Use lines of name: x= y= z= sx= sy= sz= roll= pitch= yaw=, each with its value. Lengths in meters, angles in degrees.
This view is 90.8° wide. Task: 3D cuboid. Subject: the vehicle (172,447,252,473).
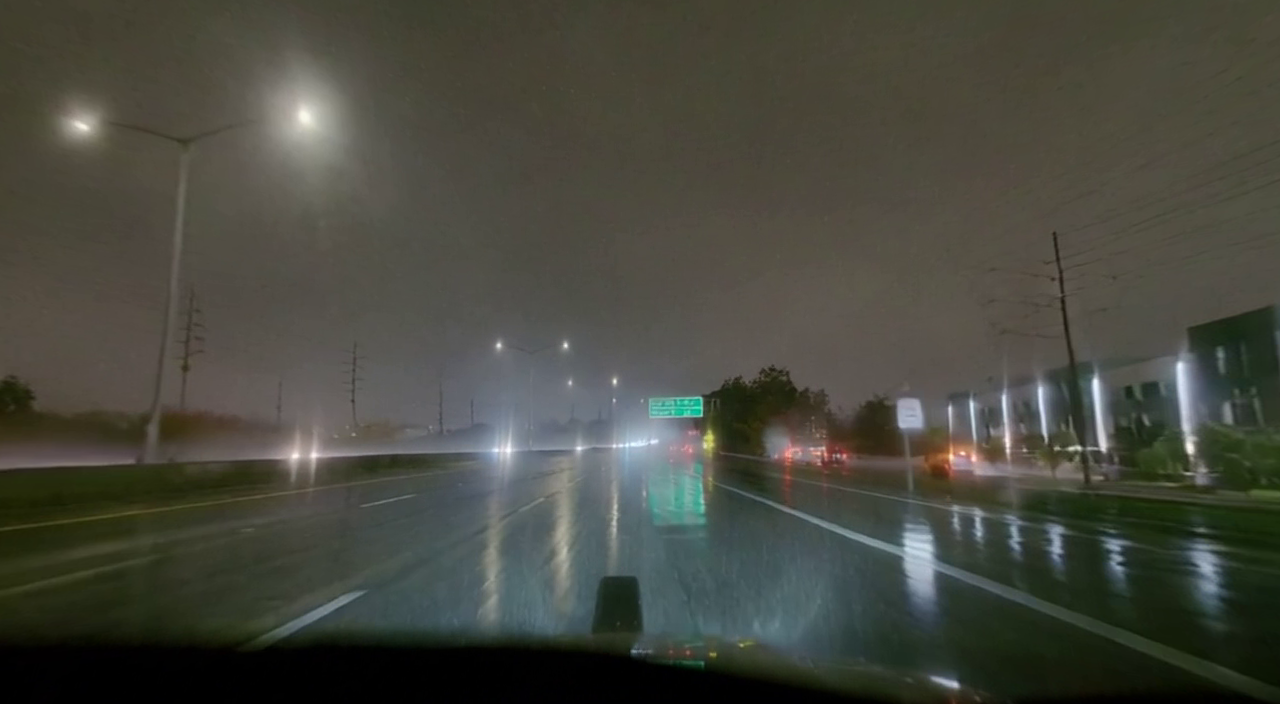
vehicle: x=-28.761 y=7.223 z=42.637 sx=2.058 sy=1.604 sz=4.738 roll=0 pitch=-8 yaw=0
